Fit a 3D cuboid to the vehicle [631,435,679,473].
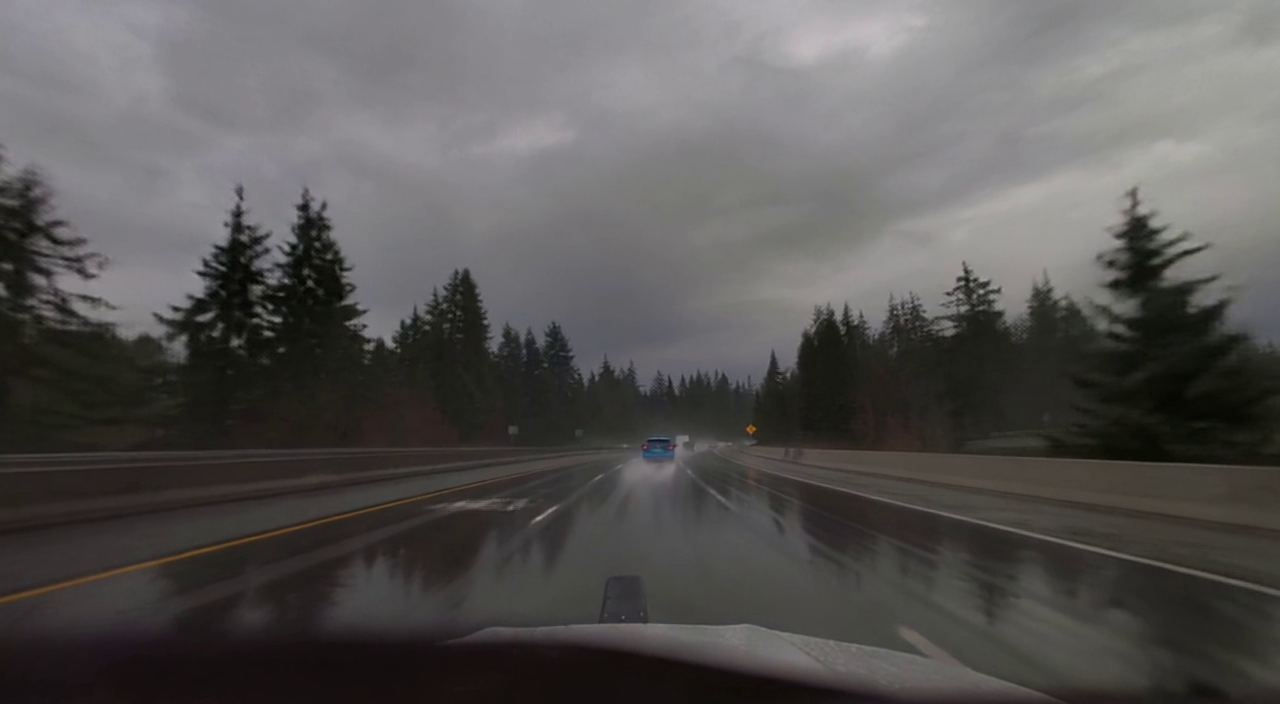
[{"bbox_3d":[0.733,4.854,30.093,2.133,1.686,4.203,-1,-8,2],"label":"vehicle"}]
